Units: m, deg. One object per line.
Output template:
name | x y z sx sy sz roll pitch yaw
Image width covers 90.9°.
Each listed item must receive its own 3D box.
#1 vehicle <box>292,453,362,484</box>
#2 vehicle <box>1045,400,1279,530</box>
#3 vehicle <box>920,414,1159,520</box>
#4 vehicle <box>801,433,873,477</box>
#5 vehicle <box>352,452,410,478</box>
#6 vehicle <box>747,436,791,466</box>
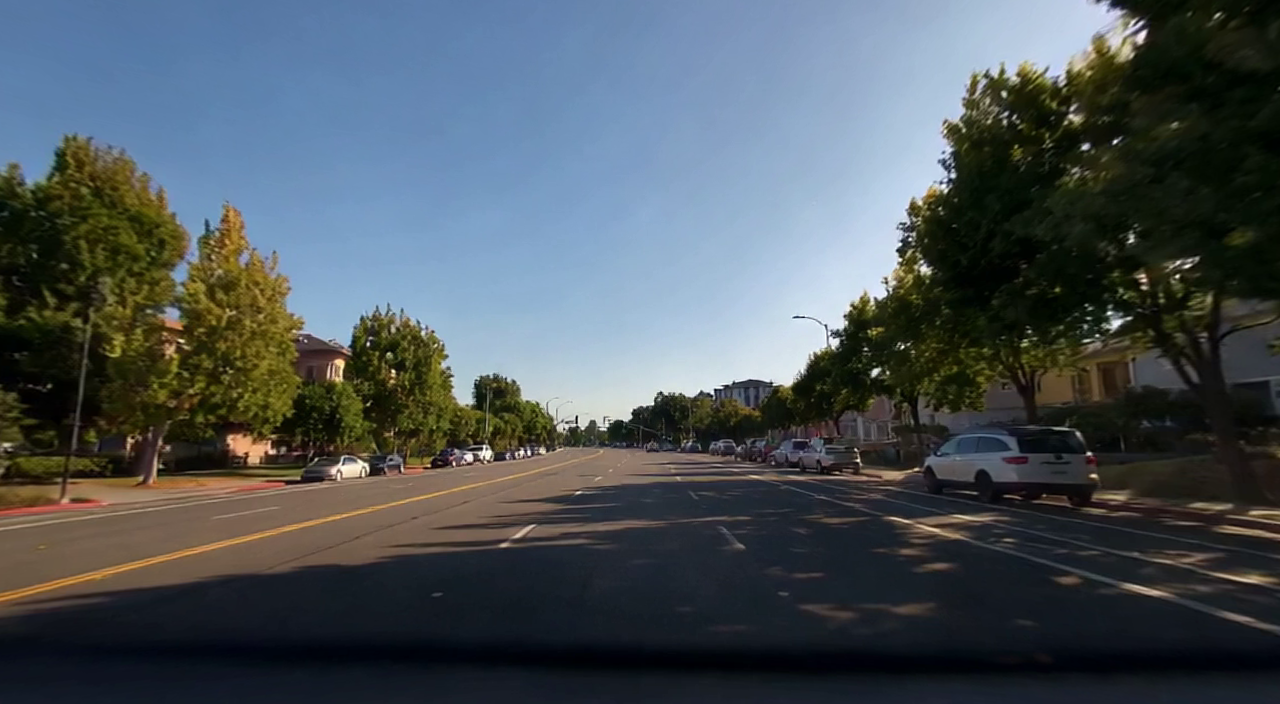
vehicle | -17.213 6.398 34.937 1.879 1.494 4.227 -1 -8 -3
vehicle | 10.488 2.104 12.060 2.032 1.936 4.955 1 -9 -2
vehicle | 9.199 2.717 15.374 2.215 2.068 5.493 0 -9 0
vehicle | 9.869 5.207 32.101 2.169 2.043 5.484 0 -9 3
vehicle | -16.742 7.303 40.978 1.868 1.470 4.652 -1 -8 0
vehicle | 10.032 7.759 49.588 2.115 2.151 5.826 1 -9 -1
